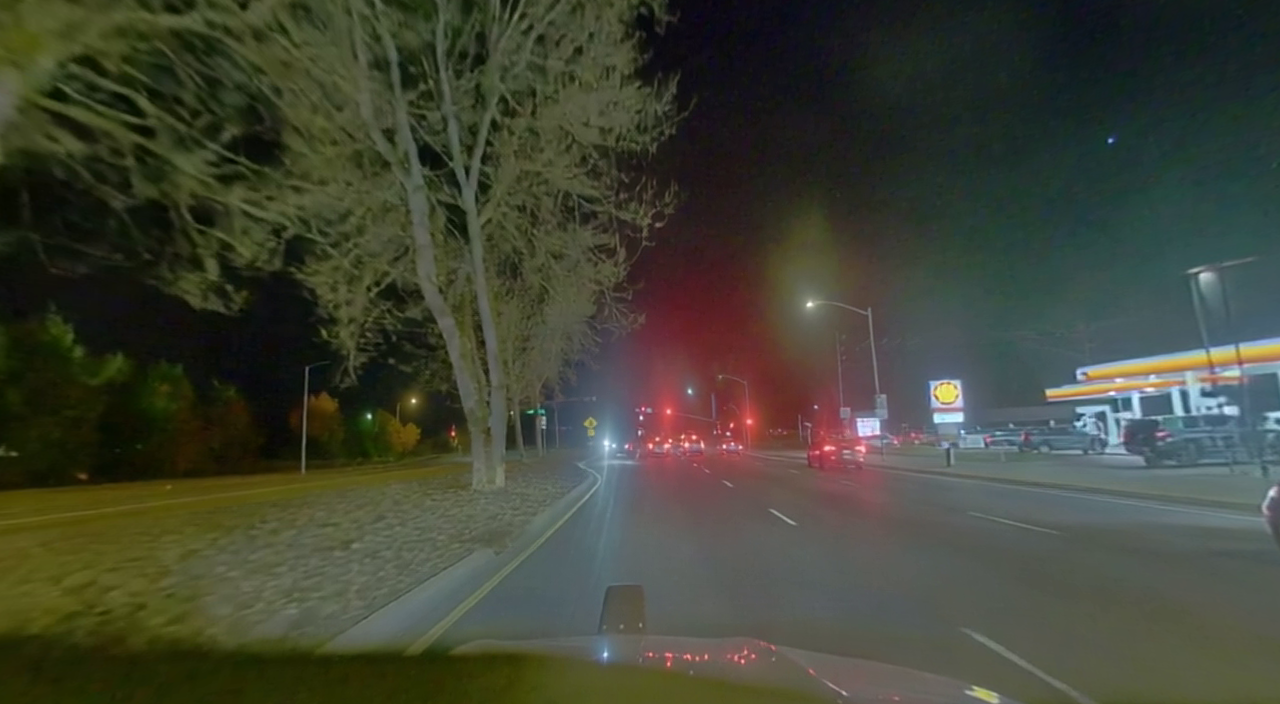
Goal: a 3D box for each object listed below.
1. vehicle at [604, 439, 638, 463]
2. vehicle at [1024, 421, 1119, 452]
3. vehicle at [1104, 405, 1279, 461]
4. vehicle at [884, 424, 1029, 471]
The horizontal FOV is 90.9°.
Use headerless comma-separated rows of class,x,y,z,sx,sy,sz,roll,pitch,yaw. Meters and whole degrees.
vehicle,-1.294,6.447,41.218,2.032,1.461,4.173,0,-9,-5
vehicle,24.732,4.892,36.303,4.079,1.632,1.961,-4,-10,22
vehicle,21.583,3.141,24.048,5.770,1.976,2.347,-5,-10,26
vehicle,12.906,3.970,26.136,4.960,1.802,2.068,-3,-9,17
